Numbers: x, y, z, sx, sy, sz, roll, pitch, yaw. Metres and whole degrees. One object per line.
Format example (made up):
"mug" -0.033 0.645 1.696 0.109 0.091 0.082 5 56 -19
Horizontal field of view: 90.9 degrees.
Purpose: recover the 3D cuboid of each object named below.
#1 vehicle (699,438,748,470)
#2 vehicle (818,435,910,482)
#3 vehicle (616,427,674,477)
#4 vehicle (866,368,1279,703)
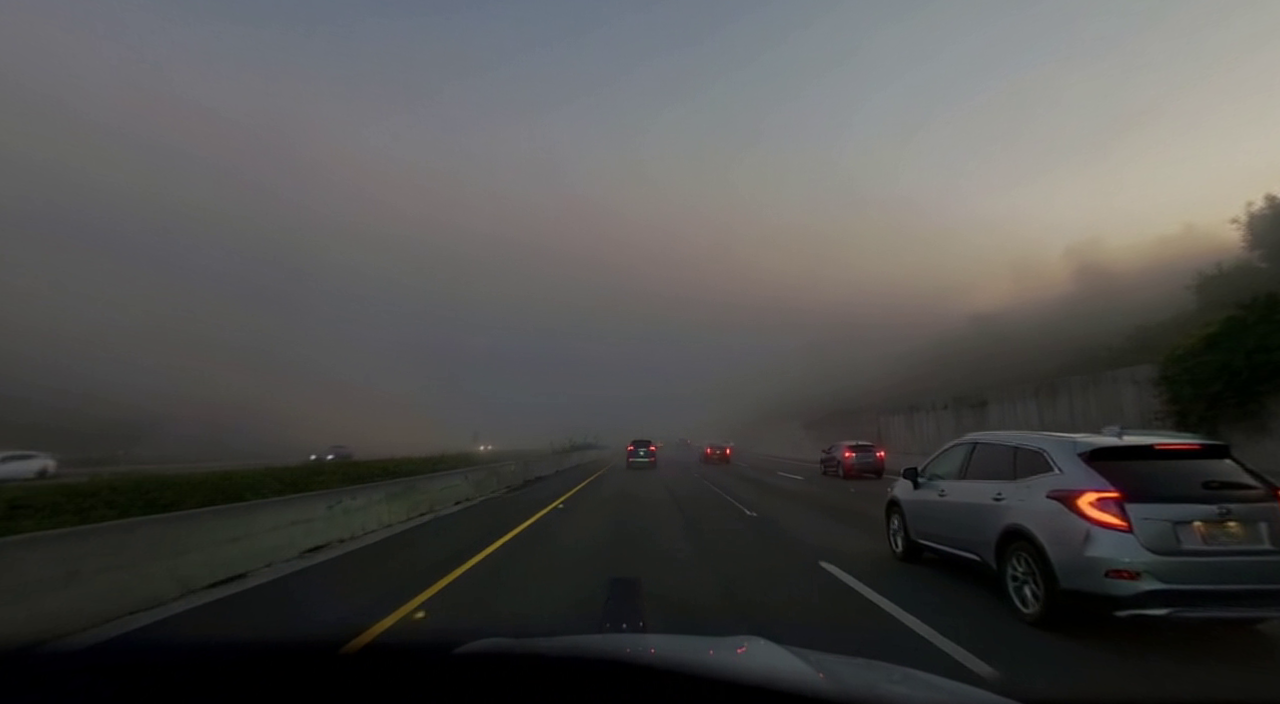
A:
"vehicle" 4.150 5.095 31.790 1.825 1.487 4.034 0 -8 -1
"vehicle" 8.034 3.847 23.067 1.810 1.516 4.183 -1 -8 0
"vehicle" 0.182 4.044 25.802 2.189 1.852 4.038 0 -8 0
"vehicle" 3.700 1.213 5.232 2.003 1.661 4.418 -1 -8 0
